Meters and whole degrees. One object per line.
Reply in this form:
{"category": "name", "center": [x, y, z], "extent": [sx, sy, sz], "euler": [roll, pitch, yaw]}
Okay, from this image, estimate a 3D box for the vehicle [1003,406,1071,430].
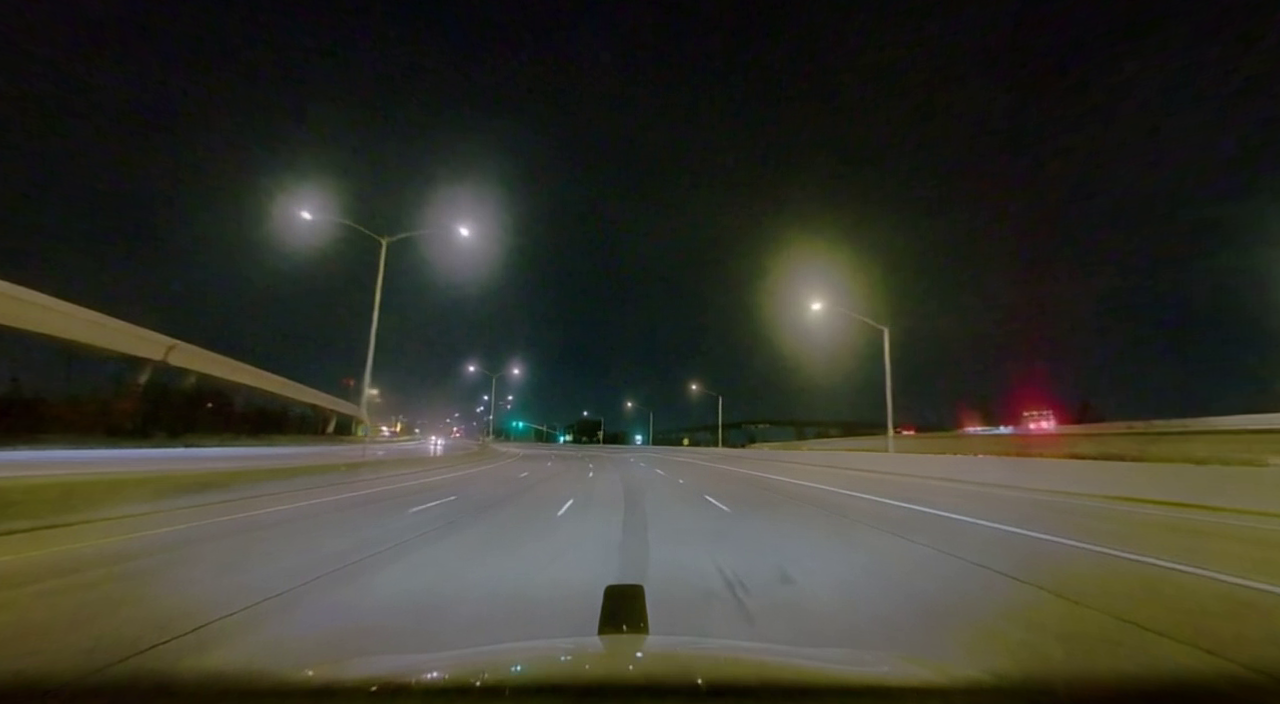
{"category": "vehicle", "center": [27.112, 4.567, 43.204], "extent": [1.944, 1.461, 3.689], "euler": [1, -8, -6]}
